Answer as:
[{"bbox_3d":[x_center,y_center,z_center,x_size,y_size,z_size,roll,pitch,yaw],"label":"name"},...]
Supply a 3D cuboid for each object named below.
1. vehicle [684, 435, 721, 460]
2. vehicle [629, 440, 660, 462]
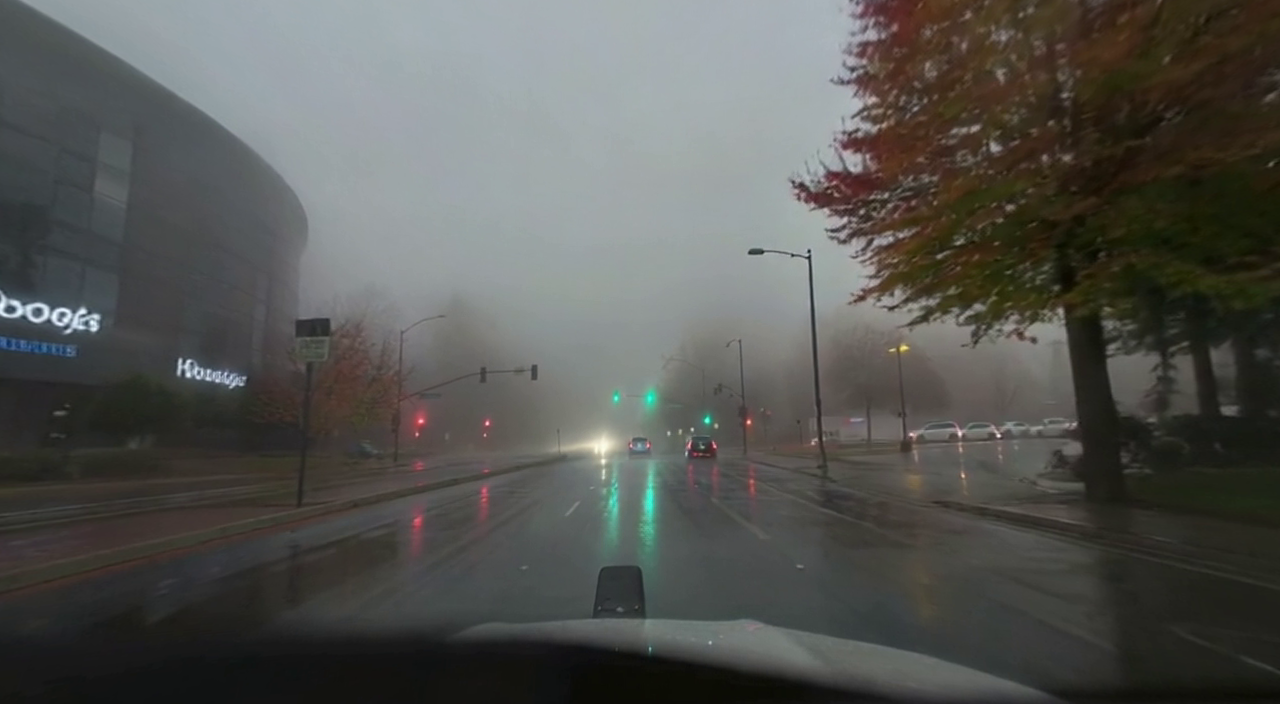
[{"bbox_3d":[4.641,7.171,47.299,2.174,1.749,4.739,0,-9,-2],"label":"vehicle"},{"bbox_3d":[0.277,7.091,45.127,2.014,1.525,4.197,0,-9,-2],"label":"vehicle"}]
